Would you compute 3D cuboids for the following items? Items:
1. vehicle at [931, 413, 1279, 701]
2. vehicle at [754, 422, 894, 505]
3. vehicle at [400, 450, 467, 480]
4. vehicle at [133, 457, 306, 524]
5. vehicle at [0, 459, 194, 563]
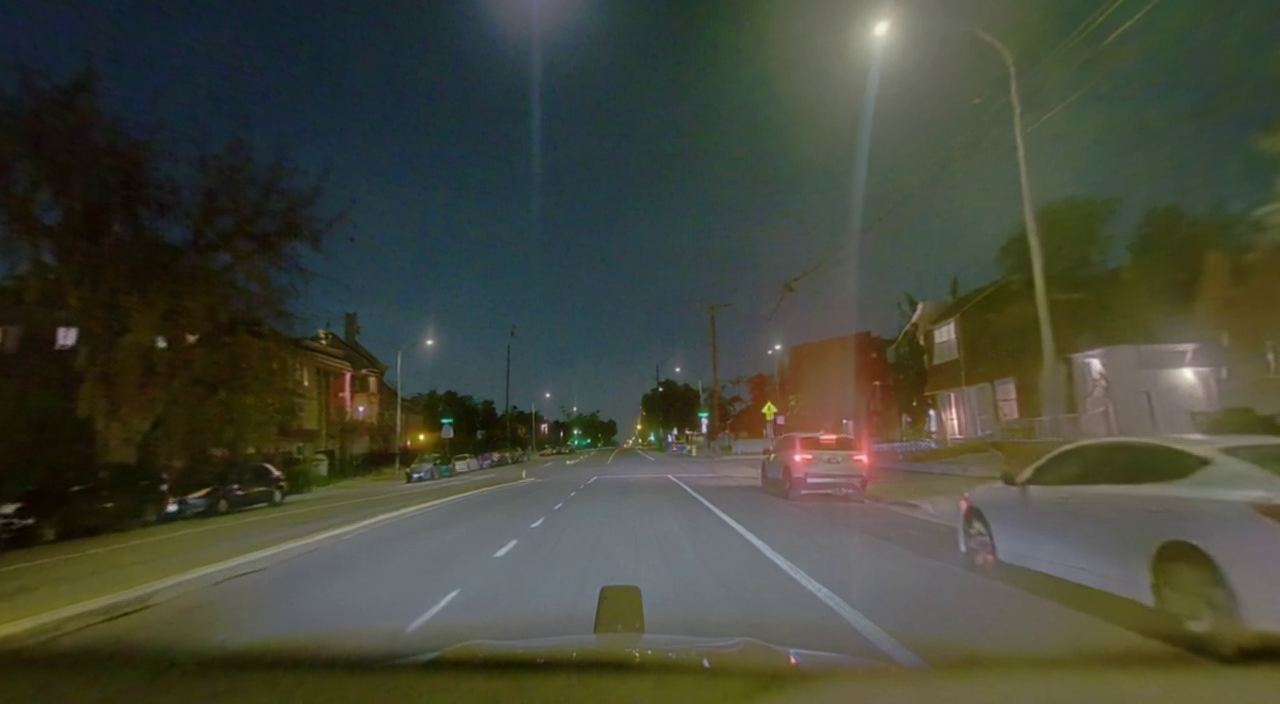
[{"bbox_3d":[4.288,1.282,4.797,1.989,1.471,4.460,0,-8,0],"label":"vehicle"},{"bbox_3d":[4.444,2.766,16.070,2.126,1.802,4.259,0,-8,-2],"label":"vehicle"},{"bbox_3d":[-11.320,6.205,34.999,1.970,1.523,4.702,-1,-8,2],"label":"vehicle"},{"bbox_3d":[-11.158,3.657,17.199,1.778,1.470,4.217,0,-8,0],"label":"vehicle"},{"bbox_3d":[-10.969,2.862,12.038,1.804,1.513,4.450,0,-8,-2],"label":"vehicle"}]
